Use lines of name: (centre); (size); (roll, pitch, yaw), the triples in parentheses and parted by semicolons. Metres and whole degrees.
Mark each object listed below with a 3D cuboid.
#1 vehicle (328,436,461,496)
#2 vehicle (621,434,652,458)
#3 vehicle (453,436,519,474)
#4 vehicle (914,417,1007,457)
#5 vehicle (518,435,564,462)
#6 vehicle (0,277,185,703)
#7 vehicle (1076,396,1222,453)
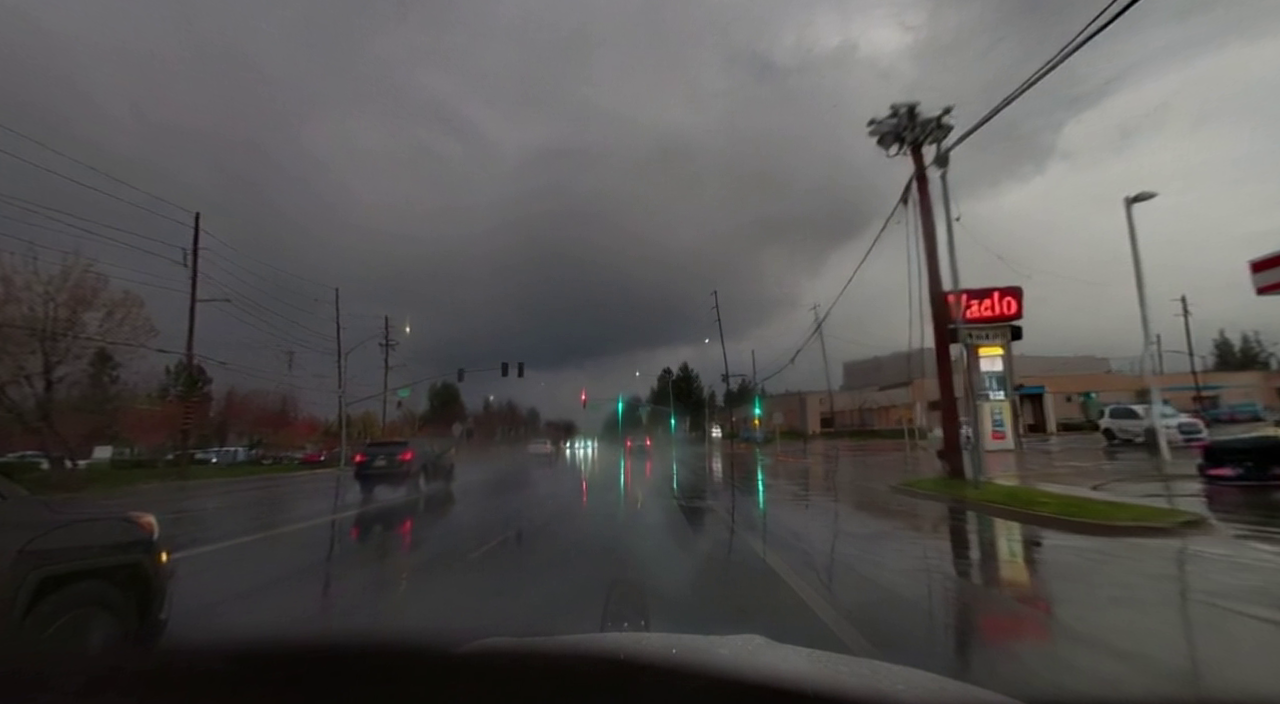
vehicle: (-6.730, 3.142, 17.874); (1.960, 1.468, 4.345); (0, -8, 1)
vehicle: (-0.245, 7.043, 47.449); (2.211, 1.717, 4.379); (0, -8, 1)
vehicle: (-6.733, 4.527, 27.995); (1.804, 1.513, 4.191); (0, -8, 1)
vehicle: (15.924, 4.290, 31.642); (2.116, 1.849, 4.806); (0, -8, 0)
vehicle: (-6.326, 6.257, 40.852); (2.130, 1.636, 4.427); (0, -8, 2)
vehicle: (-3.261, 0.445, 0.506); (2.190, 1.844, 4.751); (0, -8, 0)
vehicle: (23.640, 3.486, 29.708); (2.314, 2.302, 5.730); (-4, -8, 5)
